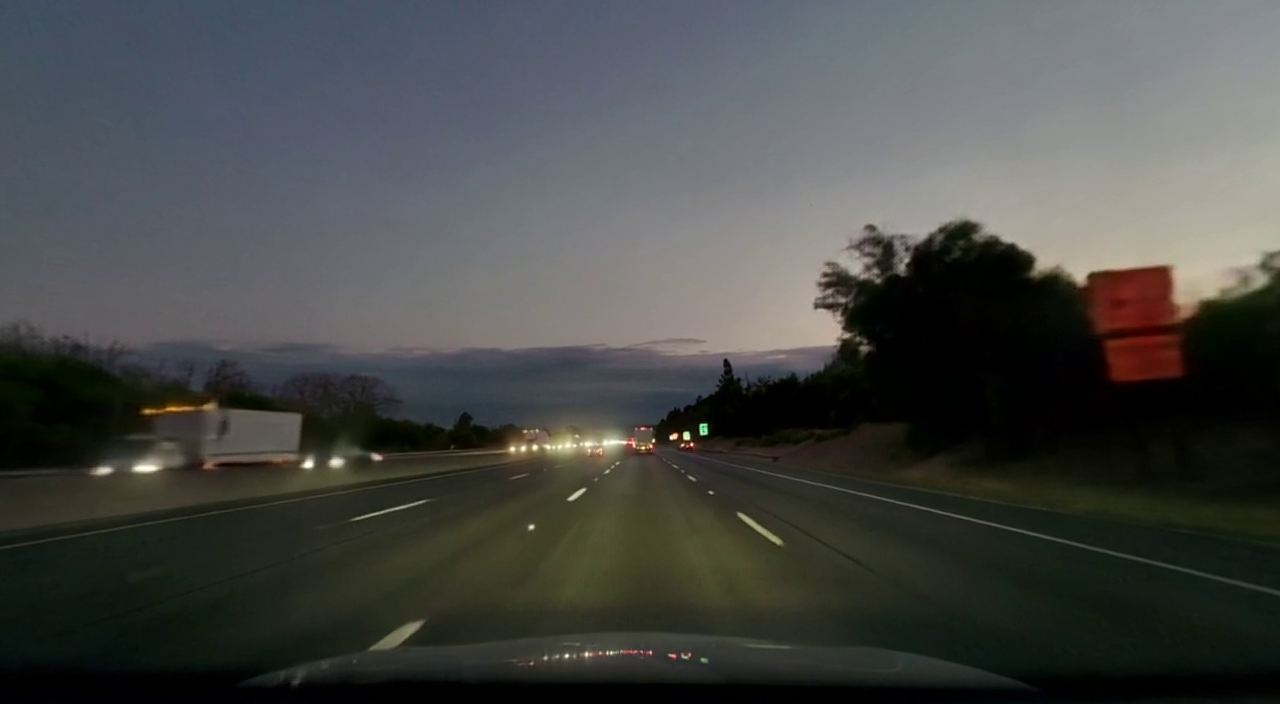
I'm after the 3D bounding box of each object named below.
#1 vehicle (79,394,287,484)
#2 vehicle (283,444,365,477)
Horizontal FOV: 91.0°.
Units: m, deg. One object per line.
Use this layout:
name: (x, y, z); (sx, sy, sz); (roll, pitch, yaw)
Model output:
vehicle: (-23.710, 4.693, 33.828); (3.474, 4.099, 10.030); (0, -8, 0)
vehicle: (-15.469, 5.310, 31.104); (1.895, 1.503, 4.138); (0, -8, 0)
